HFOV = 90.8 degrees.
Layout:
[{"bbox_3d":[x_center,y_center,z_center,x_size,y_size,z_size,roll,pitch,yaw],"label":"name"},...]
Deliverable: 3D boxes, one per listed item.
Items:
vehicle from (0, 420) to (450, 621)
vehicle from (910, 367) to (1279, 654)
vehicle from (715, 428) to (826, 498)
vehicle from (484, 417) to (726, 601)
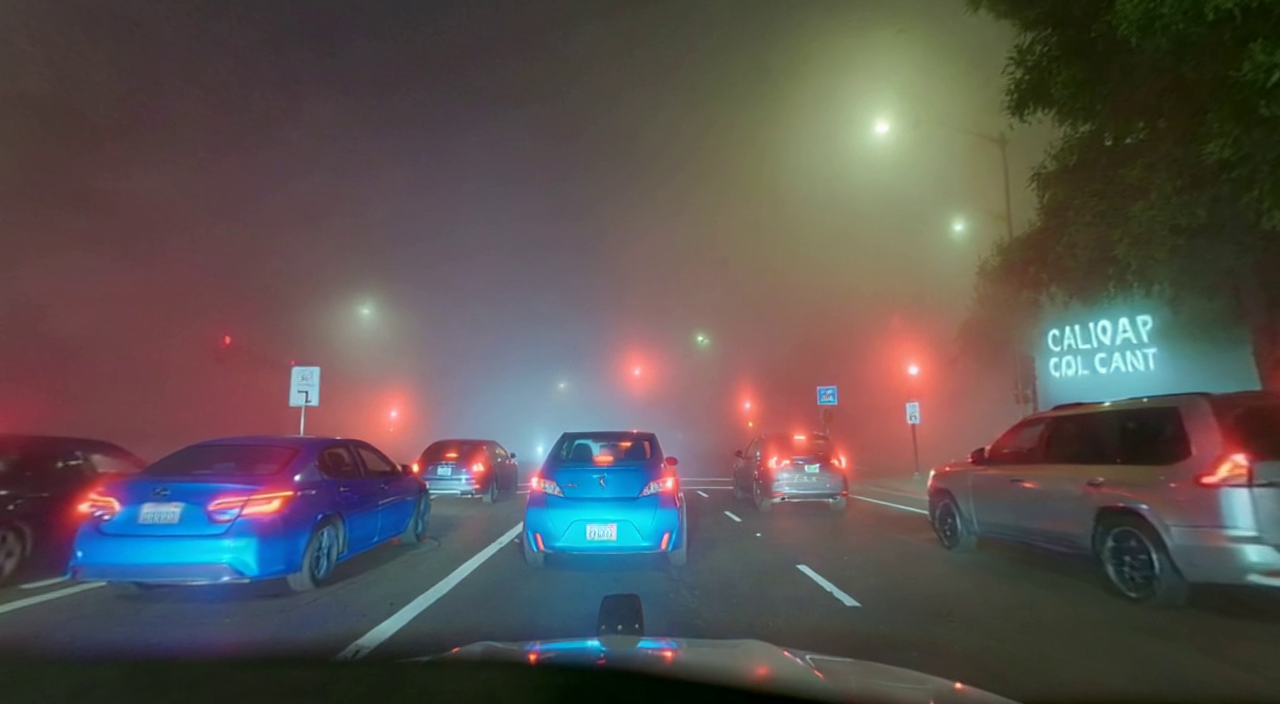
[{"bbox_3d":[-3.811,1.588,6.985,2.074,1.485,4.395,0,-8,0],"label":"vehicle"},{"bbox_3d":[4.775,1.295,6.228,2.038,1.750,4.535,0,-8,-2],"label":"vehicle"},{"bbox_3d":[3.437,3.003,17.513,2.028,1.678,4.220,0,-8,-2],"label":"vehicle"},{"bbox_3d":[-0.353,1.640,7.508,2.045,1.533,4.183,0,-8,-2],"label":"vehicle"}]
